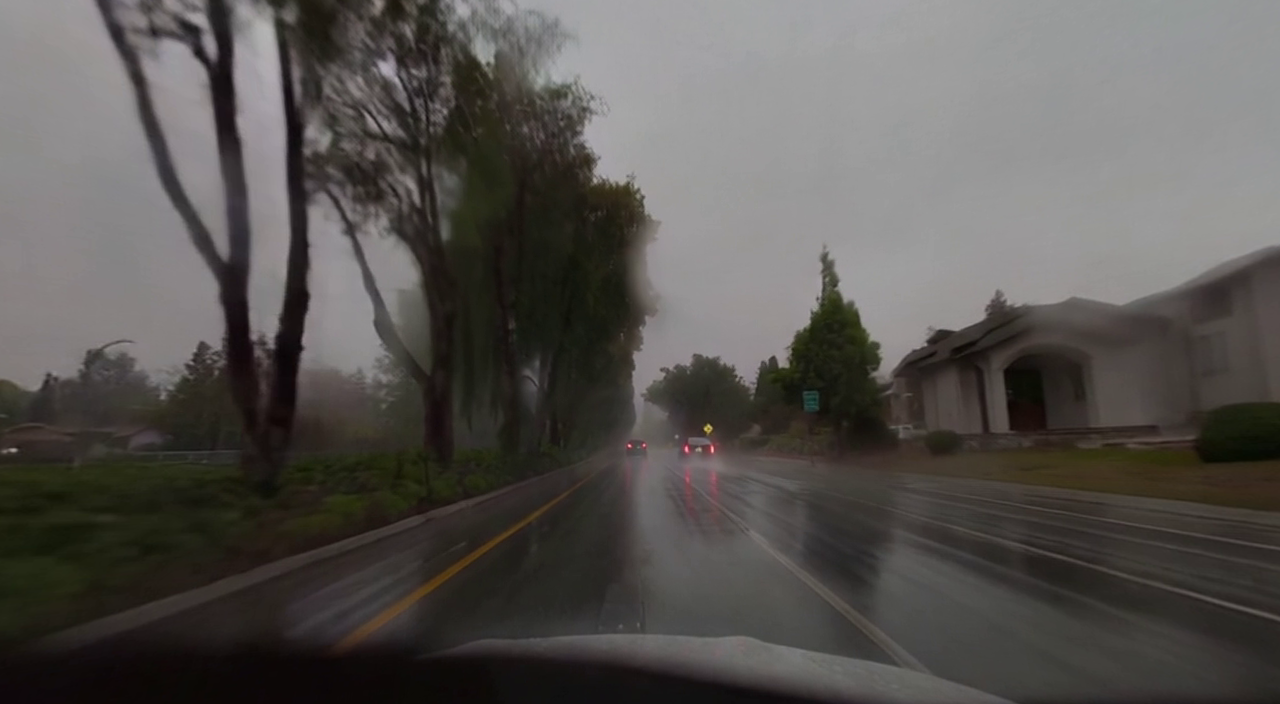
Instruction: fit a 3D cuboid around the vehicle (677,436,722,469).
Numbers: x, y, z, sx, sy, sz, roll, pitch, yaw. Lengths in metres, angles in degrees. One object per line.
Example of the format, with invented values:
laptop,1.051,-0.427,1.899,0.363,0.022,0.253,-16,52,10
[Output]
vehicle,3.121,5.365,33.944,1.888,1.640,4.044,0,-8,-2
